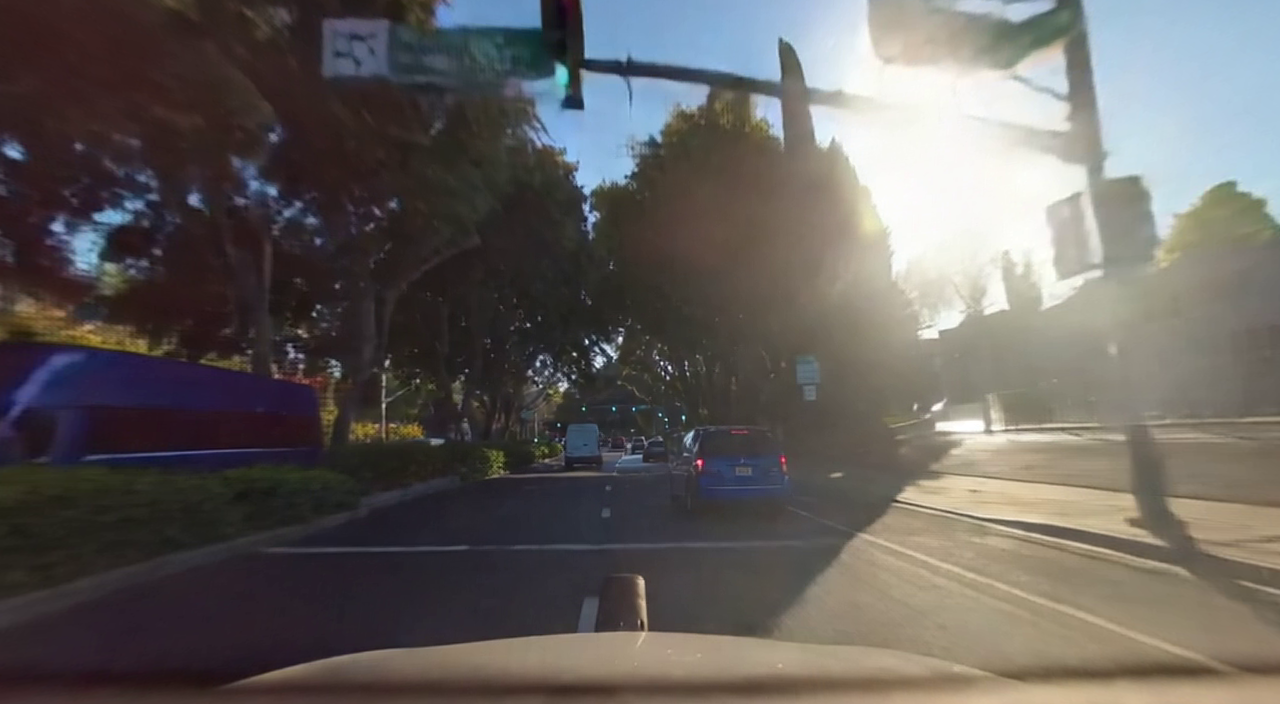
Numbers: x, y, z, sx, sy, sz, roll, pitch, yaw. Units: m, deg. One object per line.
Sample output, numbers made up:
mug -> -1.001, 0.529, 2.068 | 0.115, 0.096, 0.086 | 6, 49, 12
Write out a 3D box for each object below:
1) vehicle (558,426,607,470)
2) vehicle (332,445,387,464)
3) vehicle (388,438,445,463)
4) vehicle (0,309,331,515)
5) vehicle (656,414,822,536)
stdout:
vehicle -> -2.815, 4.822, 31.925 | 2.228, 2.054, 4.309 | 0, -8, -1
vehicle -> -17.661, 6.442, 39.967 | 1.731, 1.110, 4.413 | 0, -8, -4
vehicle -> -13.307, 5.880, 37.897 | 1.841, 1.407, 4.736 | 0, -8, -2
vehicle -> -12.754, 1.879, 17.144 | 3.206, 3.740, 11.455 | 0, -8, -1
vehicle -> 1.448, 2.015, 10.966 | 1.965, 1.671, 4.146 | 0, -8, -3
